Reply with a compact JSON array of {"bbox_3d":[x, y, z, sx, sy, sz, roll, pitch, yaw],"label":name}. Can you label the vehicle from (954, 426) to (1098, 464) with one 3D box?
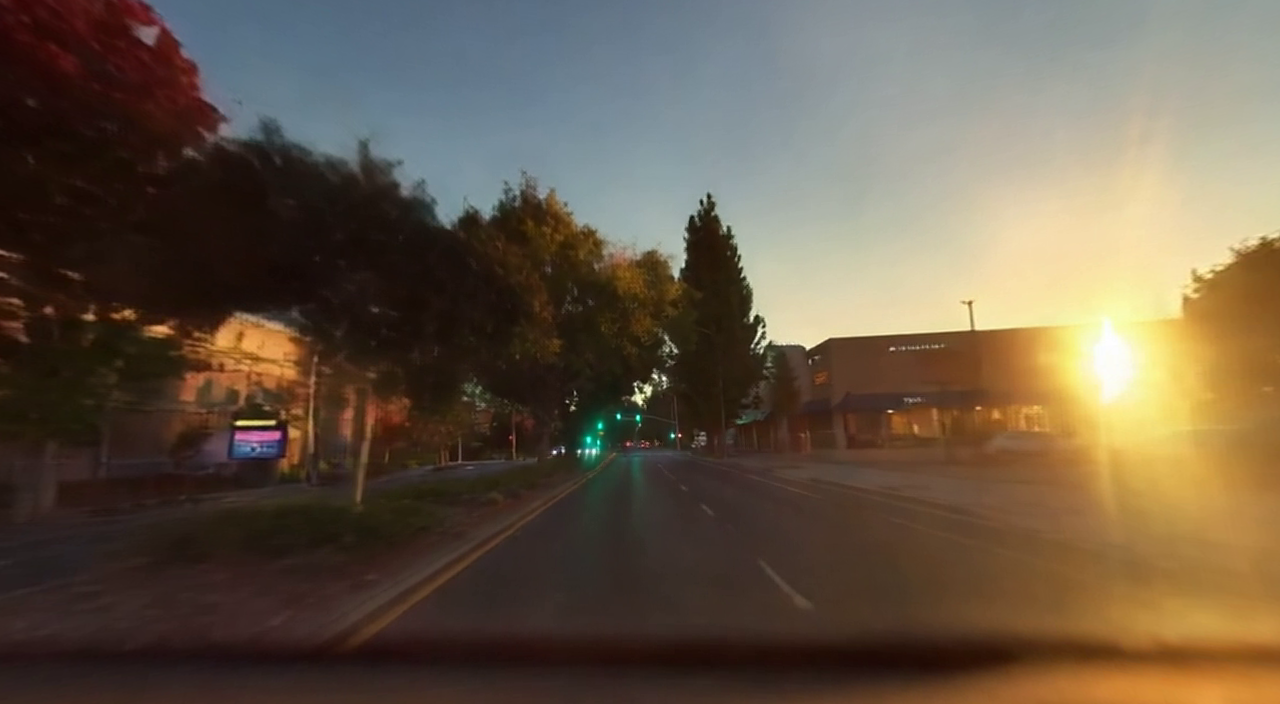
[{"bbox_3d":[16.255,3.934,26.686,4.701,1.500,2.050,0,-8,0],"label":"vehicle"}]
